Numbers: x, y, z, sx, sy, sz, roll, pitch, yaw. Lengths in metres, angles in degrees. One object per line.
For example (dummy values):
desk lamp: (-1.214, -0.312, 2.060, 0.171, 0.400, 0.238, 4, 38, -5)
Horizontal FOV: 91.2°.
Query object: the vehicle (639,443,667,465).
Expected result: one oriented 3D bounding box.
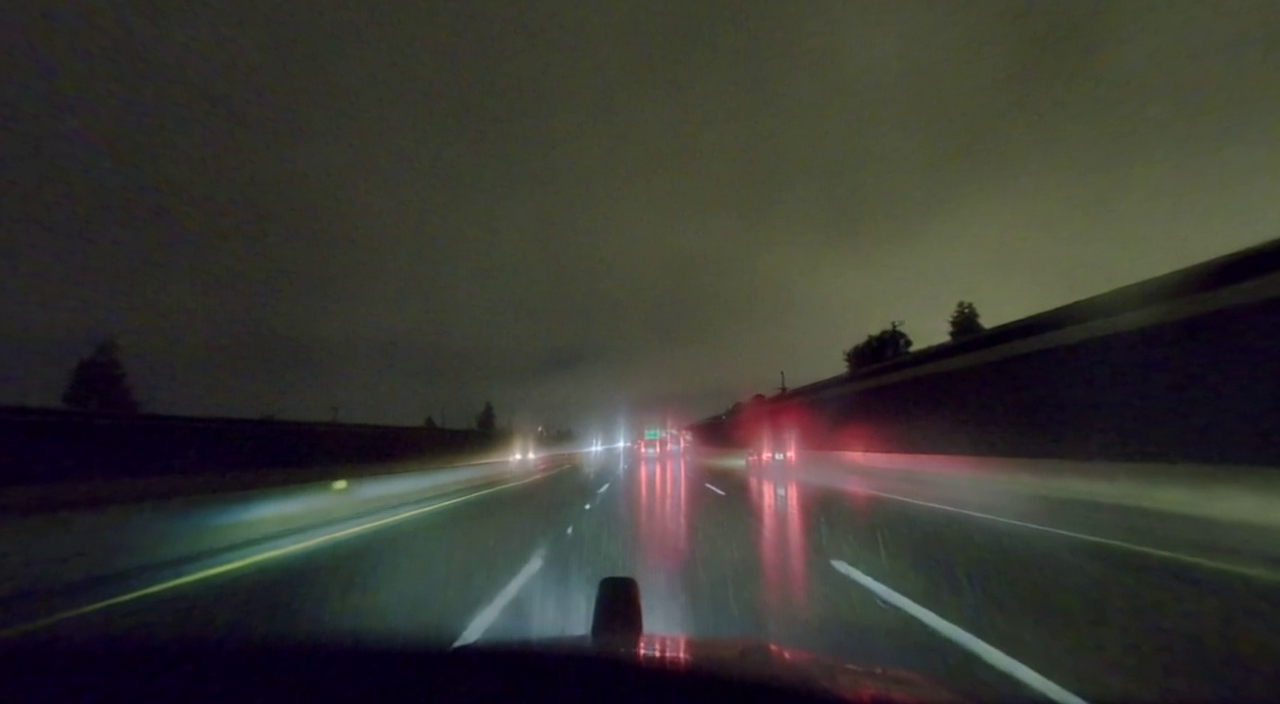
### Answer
vehicle: (0.936, 7.797, 47.843, 1.970, 1.560, 4.182, 0, -9, -1)
